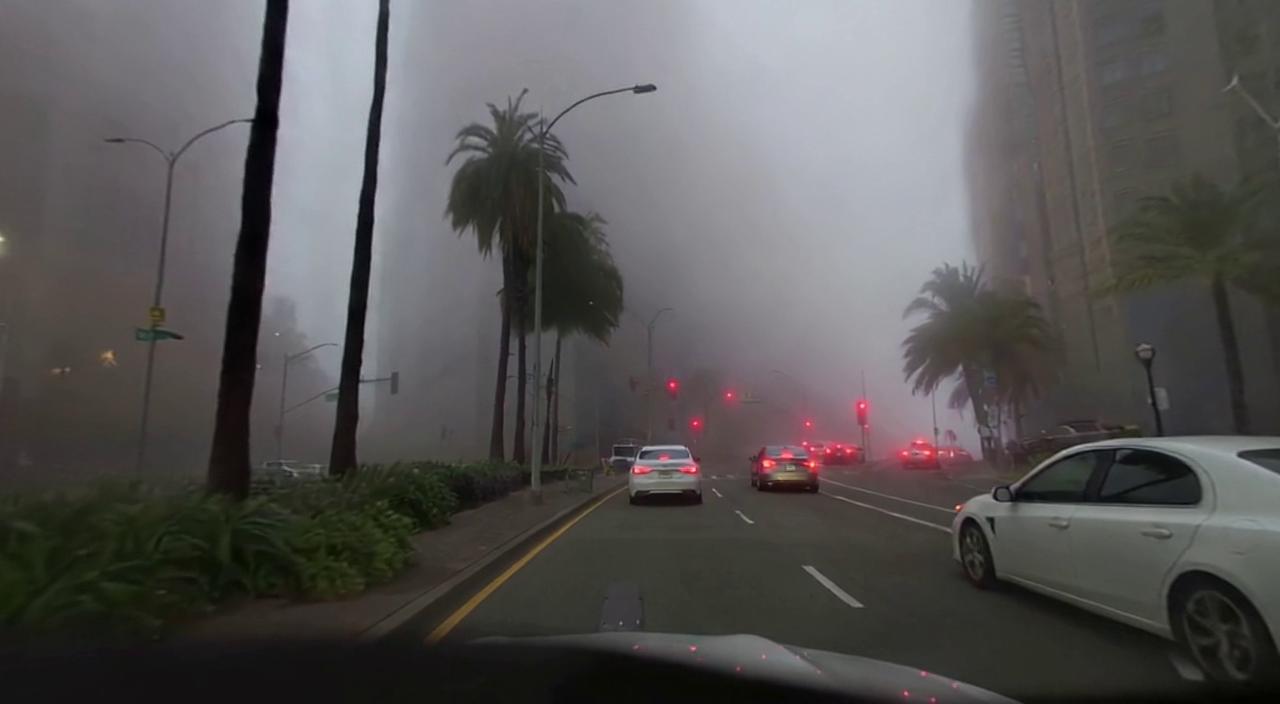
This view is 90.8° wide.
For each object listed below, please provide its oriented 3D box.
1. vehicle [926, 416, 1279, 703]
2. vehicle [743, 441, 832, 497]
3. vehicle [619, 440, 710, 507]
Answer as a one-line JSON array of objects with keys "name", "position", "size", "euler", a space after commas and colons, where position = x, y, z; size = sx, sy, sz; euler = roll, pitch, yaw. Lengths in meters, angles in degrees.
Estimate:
[{"name": "vehicle", "position": [3.915, 1.243, 4.305], "size": [1.913, 1.469, 4.425], "euler": [0, -9, 1]}, {"name": "vehicle", "position": [4.344, 3.502, 19.307], "size": [1.920, 1.490, 4.417], "euler": [-1, -9, 4]}, {"name": "vehicle", "position": [0.675, 3.060, 16.333], "size": [2.078, 1.503, 3.681], "euler": [-1, -9, 4]}]
